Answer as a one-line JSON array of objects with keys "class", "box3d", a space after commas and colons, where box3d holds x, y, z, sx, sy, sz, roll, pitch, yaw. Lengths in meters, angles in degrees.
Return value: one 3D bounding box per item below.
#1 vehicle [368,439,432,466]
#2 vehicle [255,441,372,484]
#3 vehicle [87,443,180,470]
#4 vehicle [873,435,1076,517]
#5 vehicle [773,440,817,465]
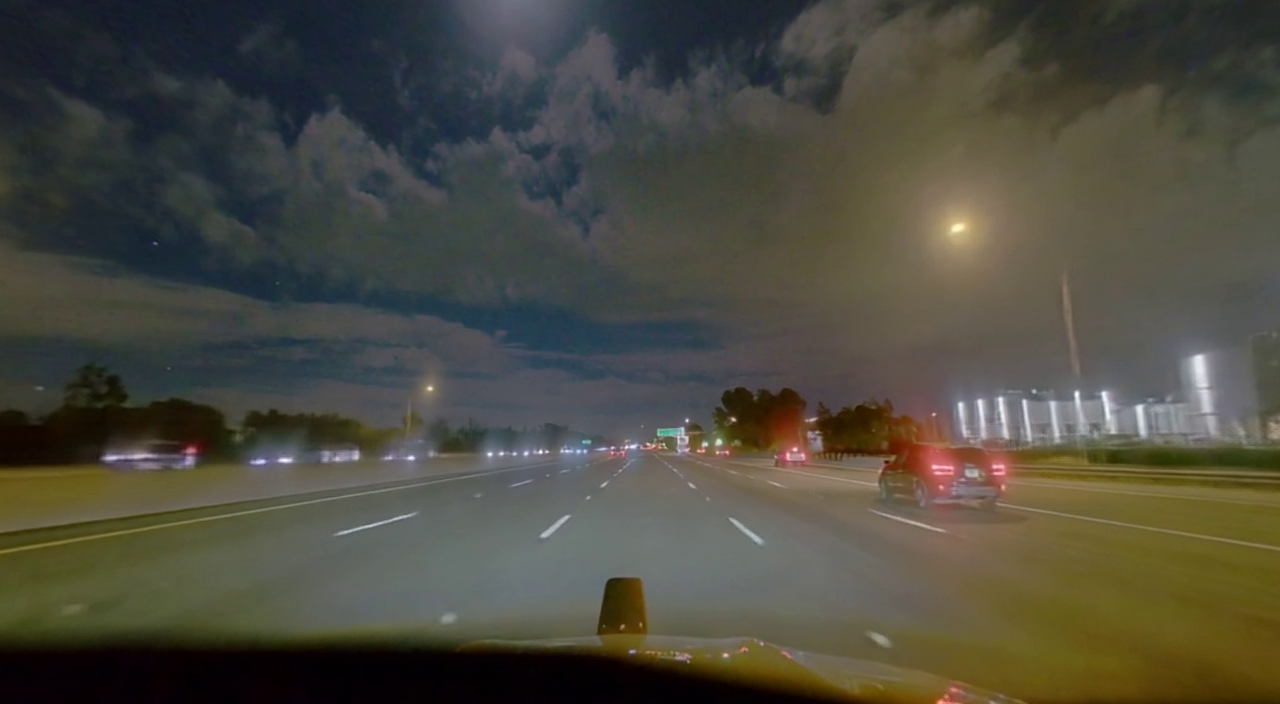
[{"class": "vehicle", "box3d": [-15.205, 6.385, 40.249, 2.023, 1.607, 4.937, 0, -9, 1]}, {"class": "vehicle", "box3d": [-12.111, 4.125, 23.827, 1.867, 1.451, 4.550, 0, -9, 2]}, {"class": "vehicle", "box3d": [-28.727, 5.935, 35.945, 1.803, 1.451, 4.199, 0, -9, 1]}, {"class": "vehicle", "box3d": [7.236, 2.713, 14.379, 2.071, 1.543, 4.702, 0, -9, 0]}, {"class": "vehicle", "box3d": [11.966, 7.778, 48.865, 2.168, 1.861, 4.678, 0, -9, 0]}]
